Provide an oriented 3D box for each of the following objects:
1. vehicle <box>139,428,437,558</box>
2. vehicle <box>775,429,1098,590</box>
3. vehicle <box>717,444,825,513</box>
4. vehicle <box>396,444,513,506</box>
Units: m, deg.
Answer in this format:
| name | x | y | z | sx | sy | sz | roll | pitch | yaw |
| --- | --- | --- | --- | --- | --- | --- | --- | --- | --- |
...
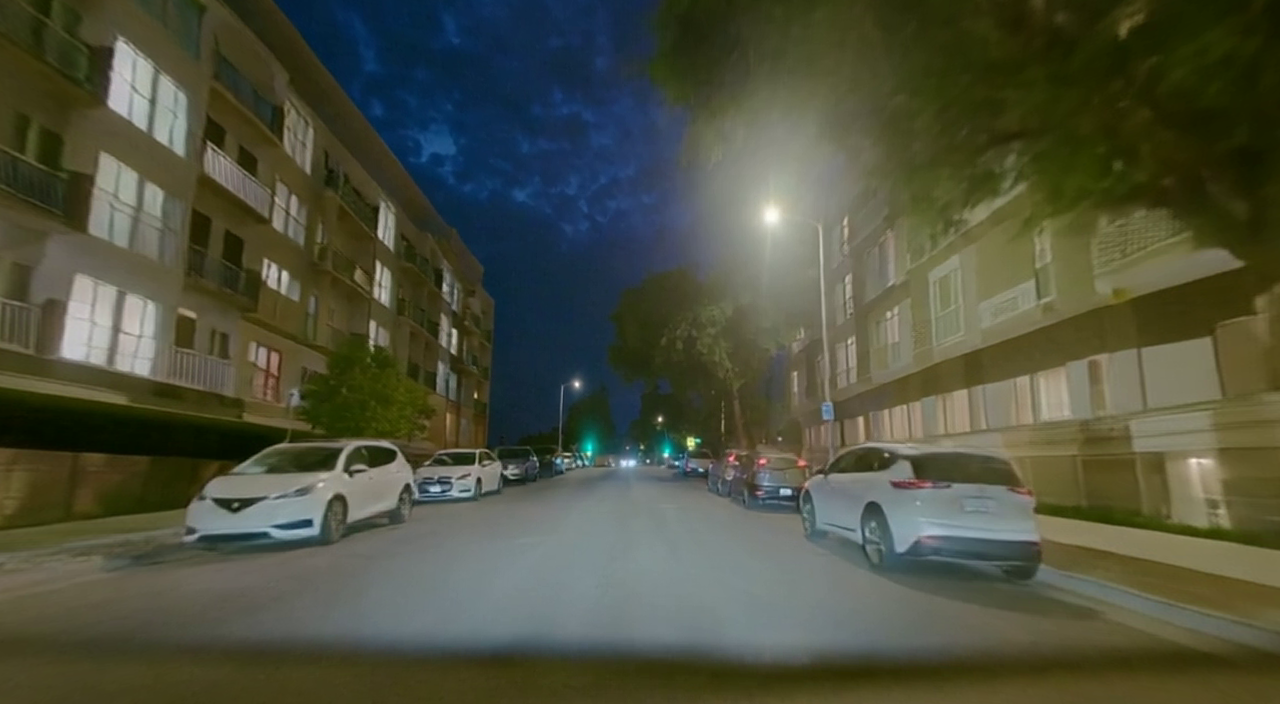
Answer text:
| name | x | y | z | sx | sy | sz | roll | pitch | yaw |
| --- | --- | --- | --- | --- | --- | --- | --- | --- | --- |
| vehicle | -5.628 | 2.308 | 11.241 | 2.222 | 1.735 | 5.215 | 0 | -9 | 1 |
| vehicle | 3.746 | 2.081 | 9.375 | 2.187 | 1.699 | 5.038 | 1 | -9 | -2 |
| vehicle | 3.513 | 3.480 | 18.026 | 1.988 | 1.652 | 5.017 | 0 | -9 | 0 |
| vehicle | -5.769 | 3.861 | 20.474 | 2.256 | 1.590 | 5.488 | -3 | -8 | -2 |
